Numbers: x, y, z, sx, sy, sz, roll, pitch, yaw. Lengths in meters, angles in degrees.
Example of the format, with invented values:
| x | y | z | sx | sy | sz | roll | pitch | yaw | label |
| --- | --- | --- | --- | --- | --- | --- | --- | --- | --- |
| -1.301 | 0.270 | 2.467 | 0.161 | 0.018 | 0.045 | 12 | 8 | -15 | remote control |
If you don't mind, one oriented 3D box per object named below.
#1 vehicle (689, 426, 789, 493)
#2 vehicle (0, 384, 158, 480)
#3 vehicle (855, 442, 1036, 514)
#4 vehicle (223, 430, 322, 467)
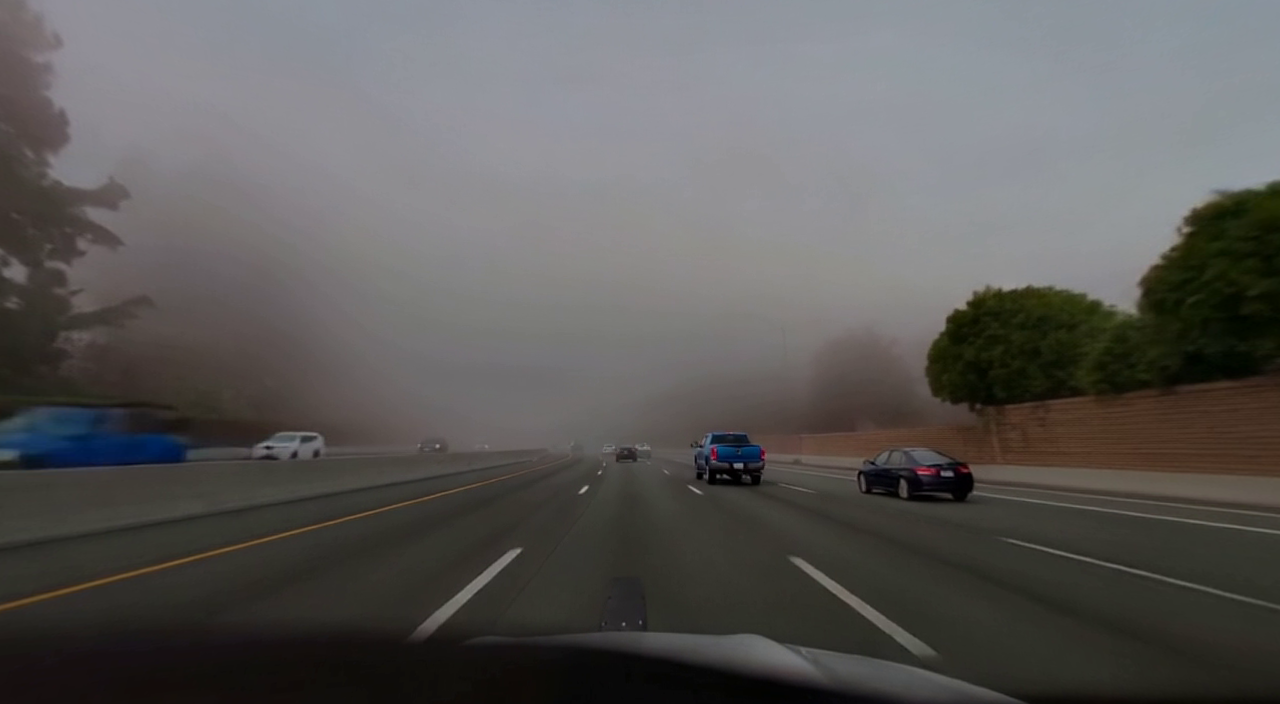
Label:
| x | y | z | sx | sy | sz | roll | pitch | yaw | label |
| --- | --- | --- | --- | --- | --- | --- | --- | --- | --- |
| 3.157 | 3.599 | 21.513 | 2.374 | 1.952 | 5.431 | 0 | -8 | -2 | vehicle |
| -14.171 | 1.805 | 14.010 | 2.324 | 1.948 | 5.784 | 0 | -8 | 0 | vehicle |
| 7.332 | 3.036 | 15.890 | 1.976 | 1.485 | 4.925 | 0 | -8 | -2 | vehicle |
| -17.711 | 4.669 | 30.667 | 2.118 | 1.616 | 4.575 | 0 | -8 | -1 | vehicle |
